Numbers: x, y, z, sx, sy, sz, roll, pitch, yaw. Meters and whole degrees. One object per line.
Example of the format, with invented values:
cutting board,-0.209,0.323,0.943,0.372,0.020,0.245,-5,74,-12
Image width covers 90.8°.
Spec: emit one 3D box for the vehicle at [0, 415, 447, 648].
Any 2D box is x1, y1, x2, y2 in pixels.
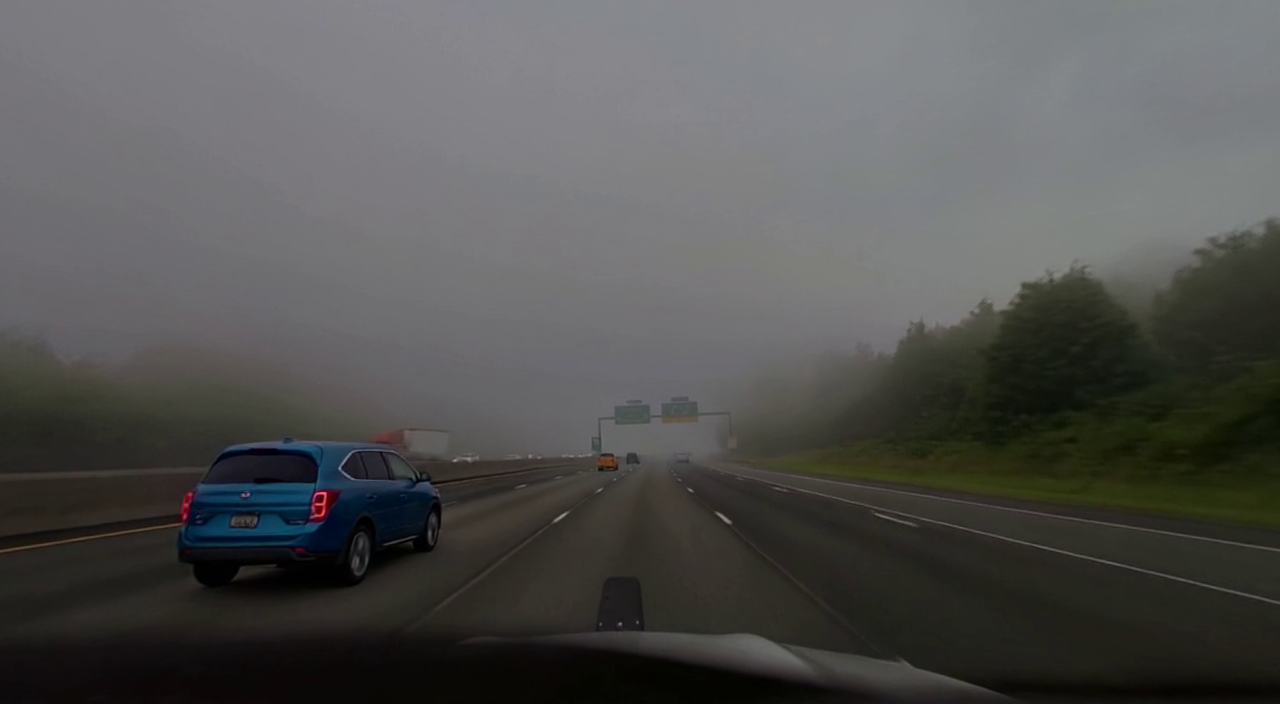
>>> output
vehicle,-3.712,1.584,6.597,2.016,1.623,4.126,0,-9,1
